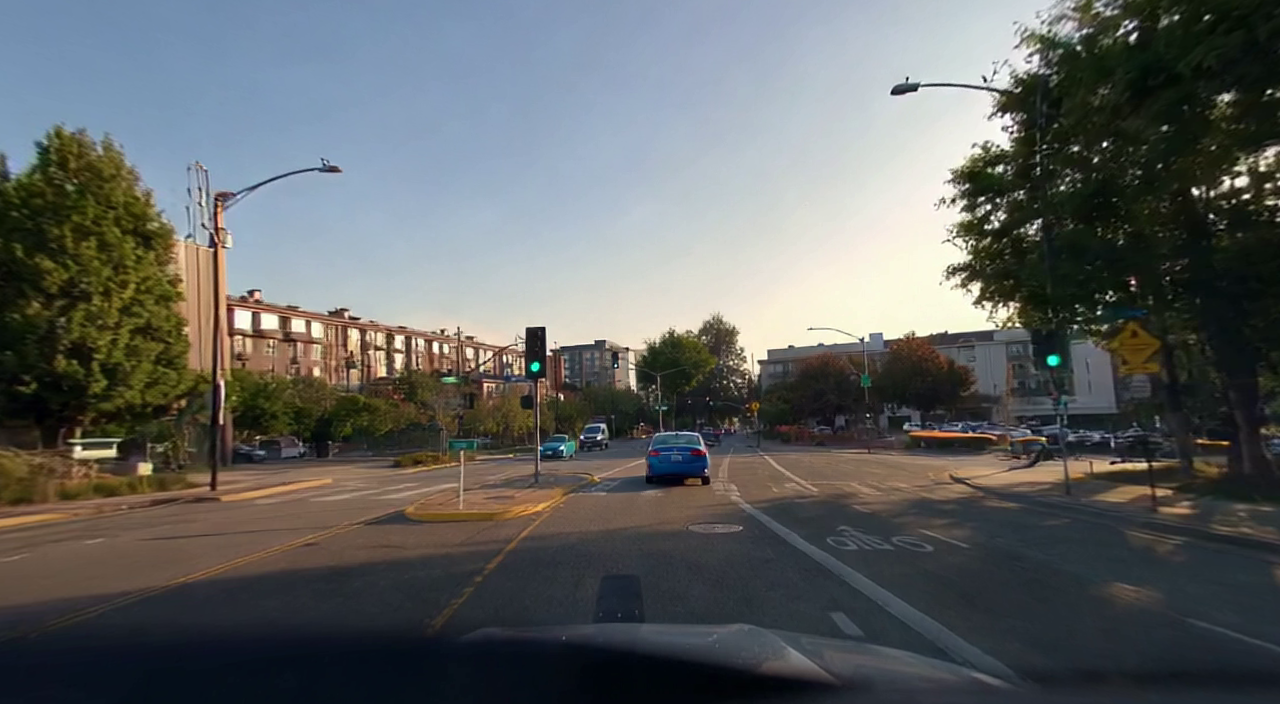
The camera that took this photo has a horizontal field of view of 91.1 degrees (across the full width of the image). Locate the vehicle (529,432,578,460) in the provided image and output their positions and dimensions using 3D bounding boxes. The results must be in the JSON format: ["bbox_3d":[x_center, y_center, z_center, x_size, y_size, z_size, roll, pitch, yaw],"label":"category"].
[{"bbox_3d":[-4.910,5.392,36.183,1.884,1.509,4.416,-1,-8,5],"label":"vehicle"}]

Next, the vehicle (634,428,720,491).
[{"bbox_3d":[0.969,2.714,16.393,1.950,1.401,4.159,-1,-8,4],"label":"vehicle"}]

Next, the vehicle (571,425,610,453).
[{"bbox_3d":[-3.830,6.863,49.776,2.310,2.045,4.763,-1,-8,5],"label":"vehicle"}]
